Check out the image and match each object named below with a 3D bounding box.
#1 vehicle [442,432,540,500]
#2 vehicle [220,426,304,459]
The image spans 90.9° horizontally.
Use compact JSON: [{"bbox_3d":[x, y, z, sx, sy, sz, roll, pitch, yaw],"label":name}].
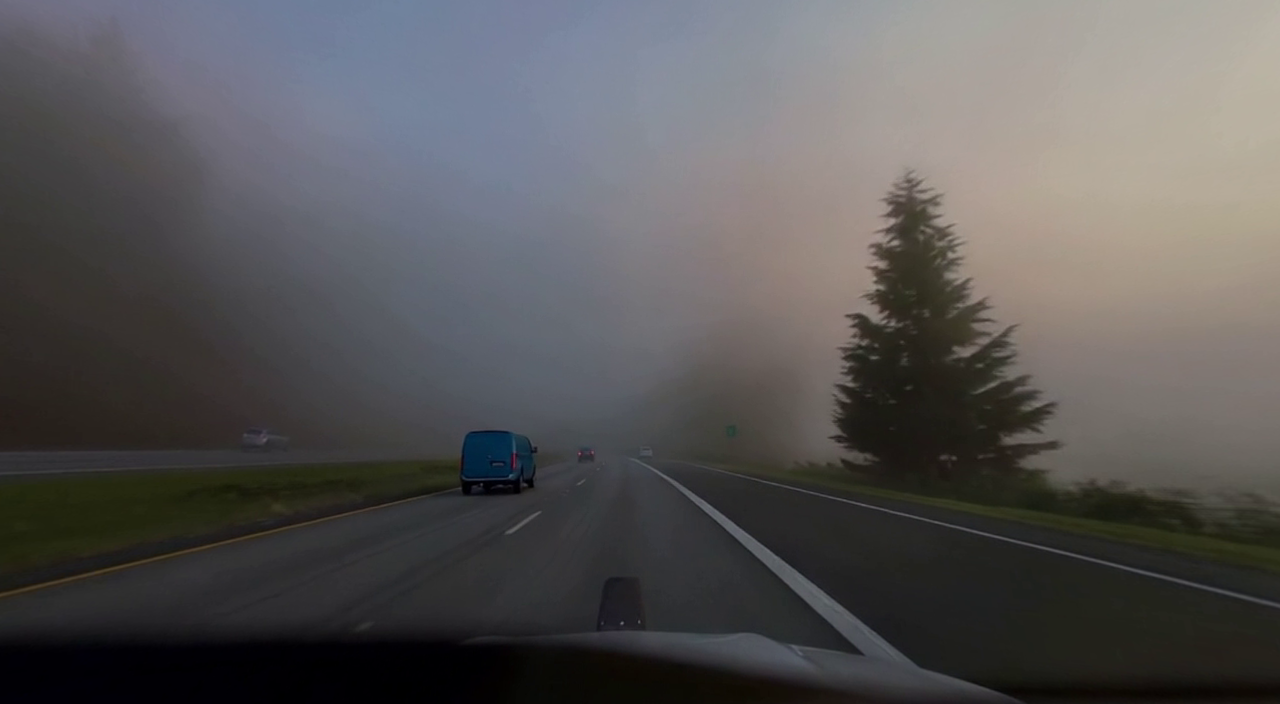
[{"bbox_3d":[-4.349,3.402,19.157,1.971,1.795,4.389,0,-9,-1],"label":"vehicle"},{"bbox_3d":[-18.550,4.494,31.096,1.879,1.492,3.607,0,-9,0],"label":"vehicle"}]
